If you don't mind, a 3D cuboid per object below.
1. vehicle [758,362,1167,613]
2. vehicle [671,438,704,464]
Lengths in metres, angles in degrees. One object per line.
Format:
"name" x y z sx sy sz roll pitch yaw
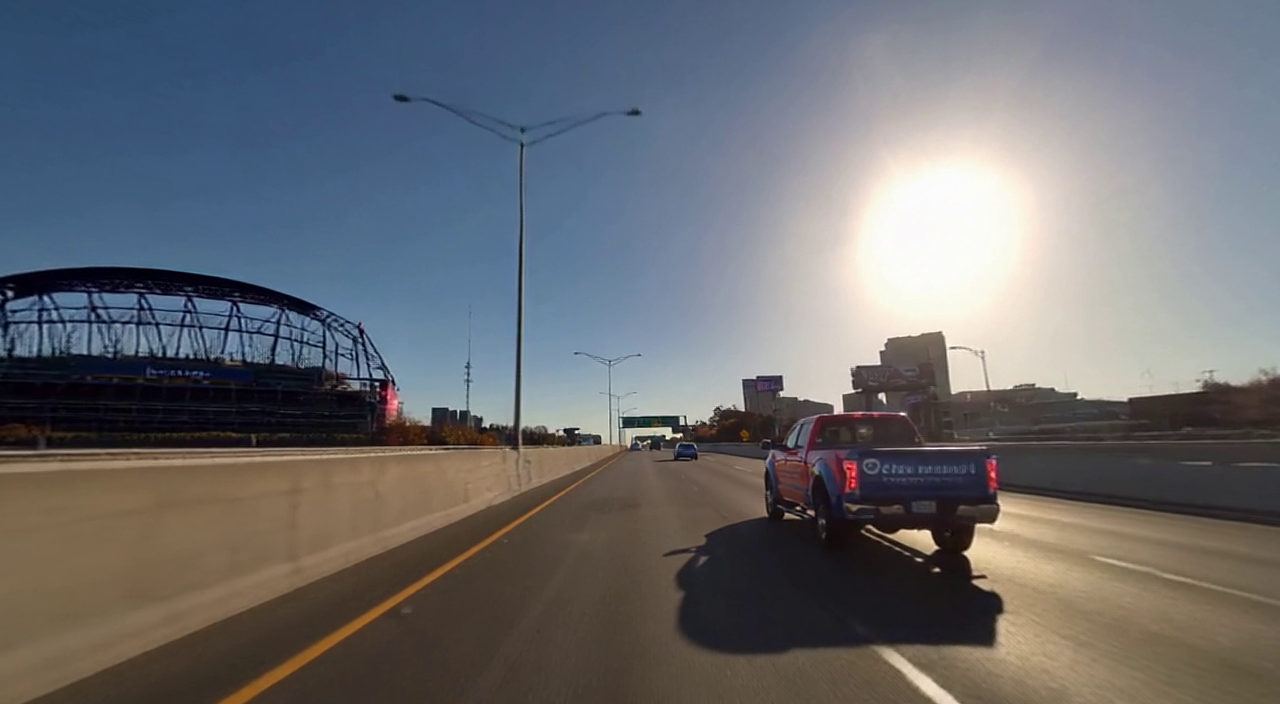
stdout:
"vehicle" 3.051 1.441 7.607 2.199 2.002 4.970 0 -8 -1
"vehicle" 3.315 6.986 44.776 1.973 1.774 4.092 0 -8 0
